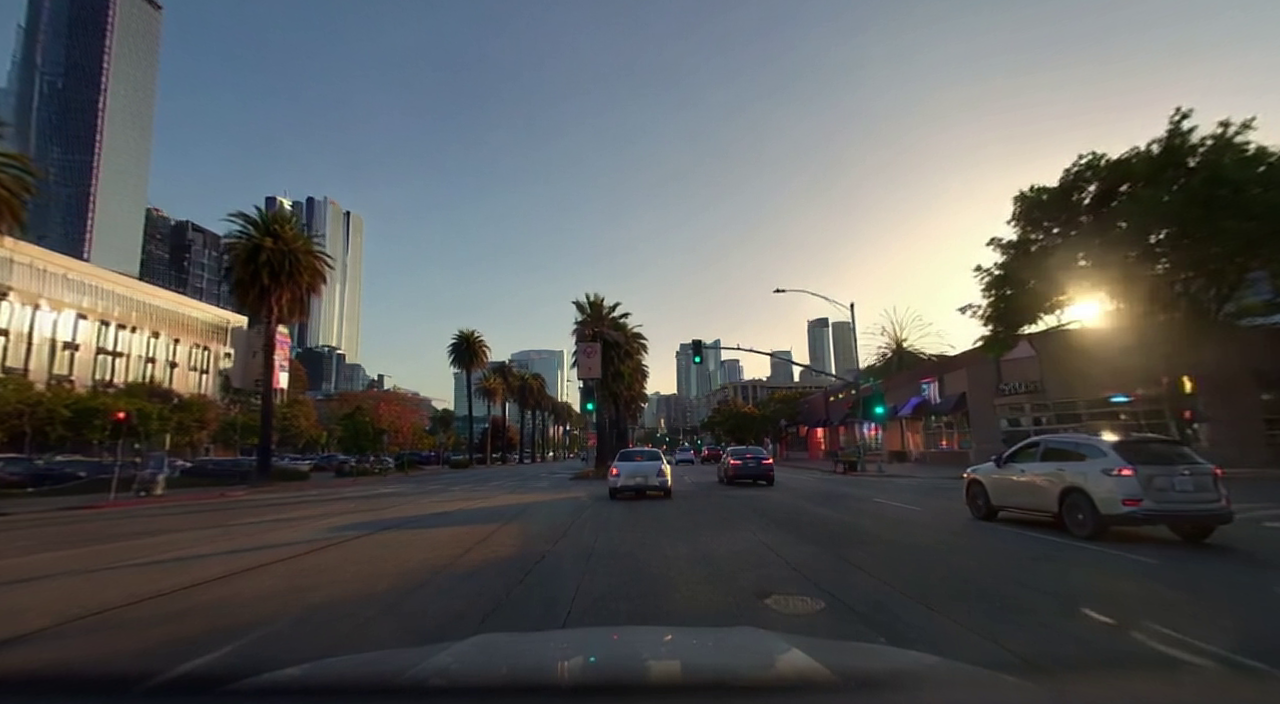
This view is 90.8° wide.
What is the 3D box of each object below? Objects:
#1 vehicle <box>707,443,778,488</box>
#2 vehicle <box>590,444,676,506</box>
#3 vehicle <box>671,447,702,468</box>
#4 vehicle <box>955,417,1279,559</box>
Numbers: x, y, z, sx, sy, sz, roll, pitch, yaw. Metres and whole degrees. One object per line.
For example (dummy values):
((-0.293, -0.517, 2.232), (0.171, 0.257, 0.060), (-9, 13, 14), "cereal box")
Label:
((3.823, 4.295, 24.238), (1.892, 1.532, 4.177), (0, -9, -1), "vehicle")
((-0.190, 3.304, 17.457), (2.110, 1.487, 3.873), (0, -9, -1), "vehicle")
((3.567, 8.233, 49.500), (2.012, 1.570, 4.600), (0, -9, -1), "vehicle")
((6.908, 1.943, 9.706), (1.940, 1.674, 4.085), (0, -9, -1), "vehicle")
